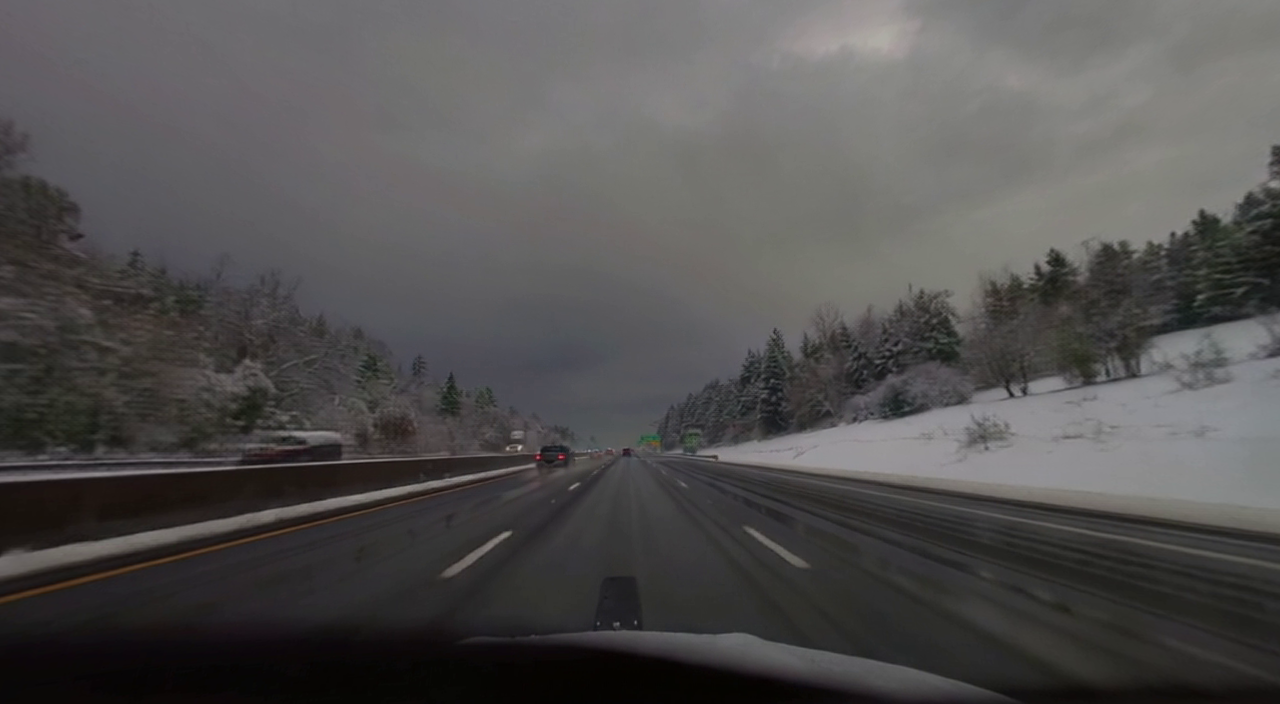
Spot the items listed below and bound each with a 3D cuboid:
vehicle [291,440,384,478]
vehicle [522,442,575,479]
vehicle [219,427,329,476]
[{"bbox_3d":[-13.039,4.637,27.444,1.891,1.500,4.396,0,-9,-1],"label":"vehicle"},{"bbox_3d":[-4.582,5.506,32.112,2.111,1.717,4.426,0,-9,-1],"label":"vehicle"},{"bbox_3d":[-17.456,4.795,30.399,2.207,2.103,5.189,0,-9,-1],"label":"vehicle"}]
